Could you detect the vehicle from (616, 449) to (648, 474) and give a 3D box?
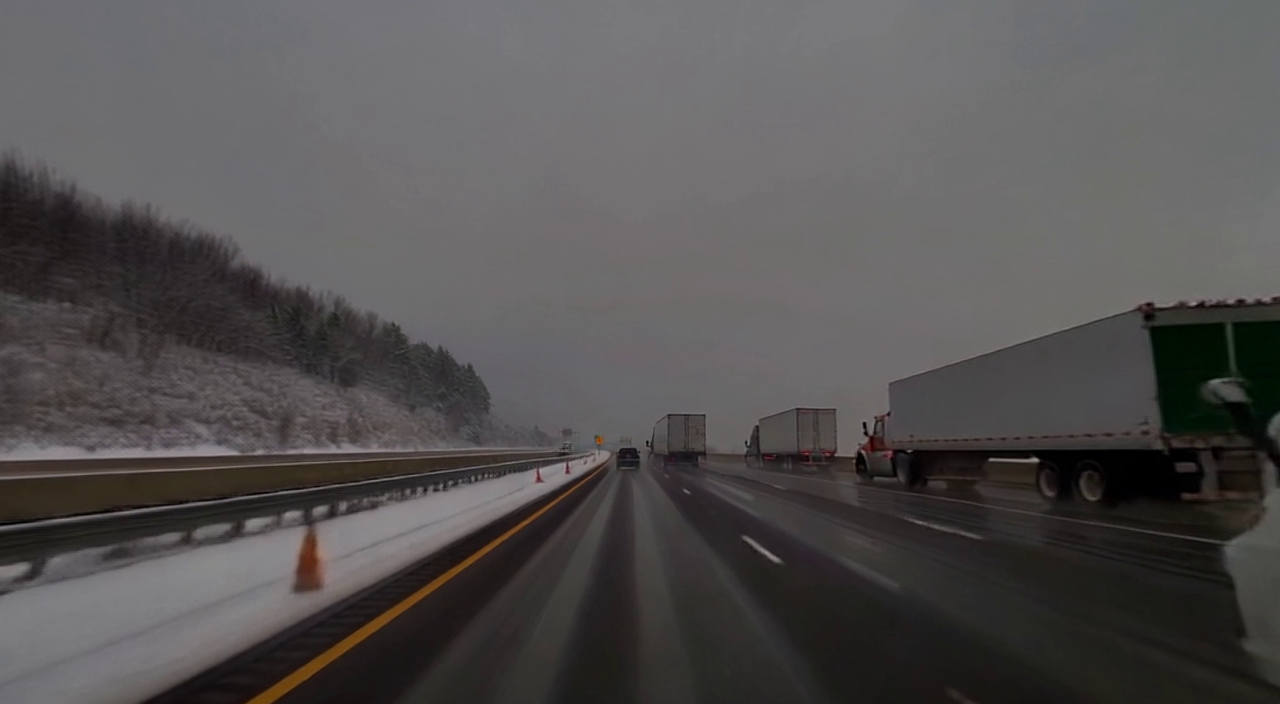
[{"bbox_3d":[-0.532,6.811,39.384,1.927,1.437,3.794,0,-9,-2],"label":"vehicle"}]

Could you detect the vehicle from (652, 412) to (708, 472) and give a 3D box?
[{"bbox_3d":[2.759,7.149,49.457,2.986,3.916,15.375,0,-9,-2],"label":"vehicle"}]

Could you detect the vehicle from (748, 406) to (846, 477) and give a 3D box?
[{"bbox_3d":[10.457,6.355,44.163,2.854,4.112,14.088,0,-9,-2],"label":"vehicle"}]

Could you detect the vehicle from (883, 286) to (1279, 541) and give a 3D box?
[{"bbox_3d":[10.579,2.015,17.041,2.830,4.100,13.915,0,-9,2],"label":"vehicle"}]
